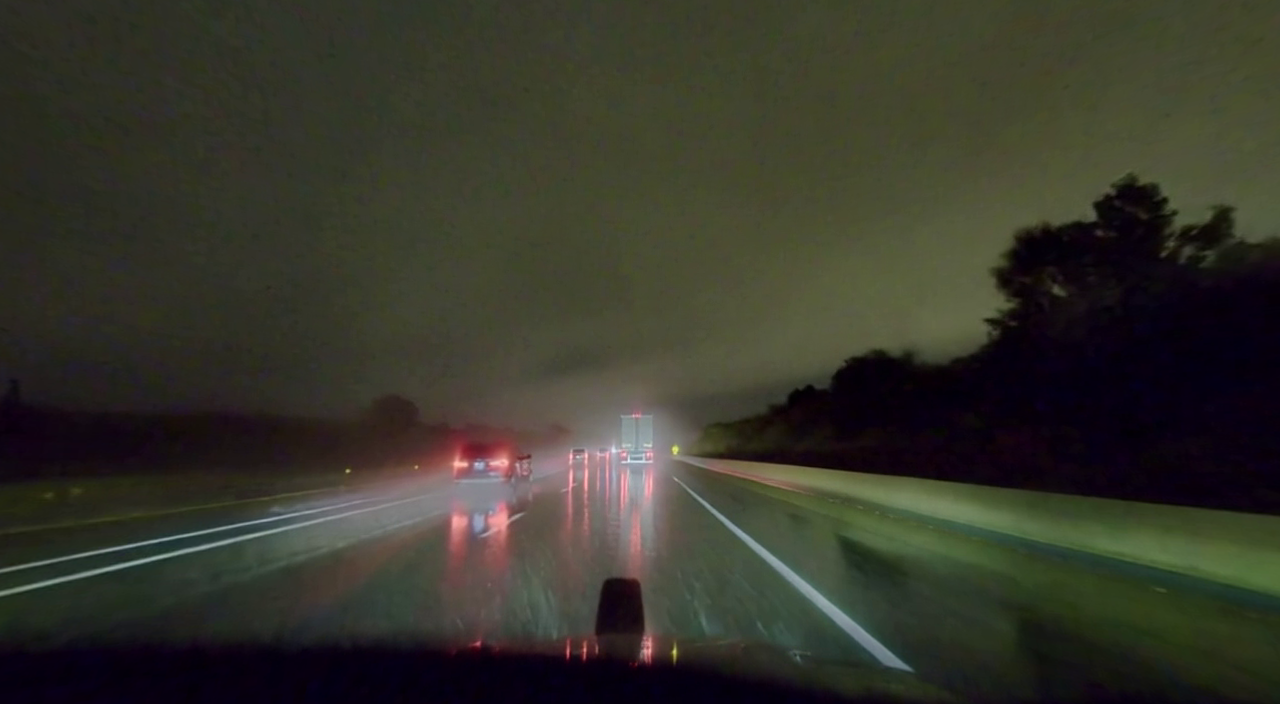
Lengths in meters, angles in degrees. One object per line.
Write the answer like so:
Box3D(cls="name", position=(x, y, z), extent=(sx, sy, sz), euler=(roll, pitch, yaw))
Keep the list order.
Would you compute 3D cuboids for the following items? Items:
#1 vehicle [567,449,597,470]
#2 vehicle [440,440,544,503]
Box3D(cls="vehicle", position=(-4.509, 8.367, 49.349), extent=(1.978, 1.507, 4.062), euler=(0, -9, 0))
Box3D(cls="vehicle", position=(-4.155, 3.412, 18.466), extent=(1.991, 1.618, 4.211), euler=(0, -9, 0))
